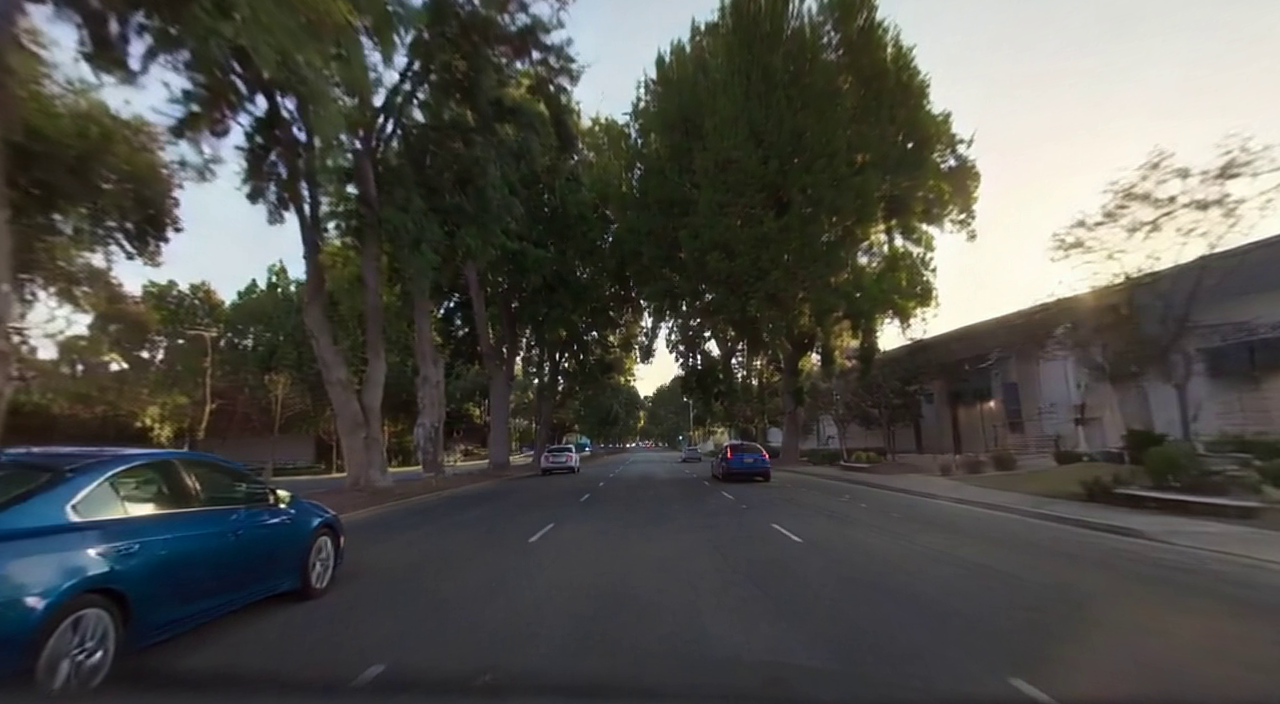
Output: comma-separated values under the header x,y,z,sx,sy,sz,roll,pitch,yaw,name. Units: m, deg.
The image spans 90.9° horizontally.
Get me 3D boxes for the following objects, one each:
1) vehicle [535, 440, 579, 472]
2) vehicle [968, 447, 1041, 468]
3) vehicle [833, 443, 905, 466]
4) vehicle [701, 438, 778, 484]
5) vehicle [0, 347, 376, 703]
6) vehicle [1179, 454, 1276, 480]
x,y,z,sx,sy,sz,roll,pitch,yaw,name
-4.437,5.619,34.279,2.113,1.626,4.129,0,-8,-4,vehicle
28.809,8.317,49.869,4.587,1.518,1.843,0,-7,1,vehicle
16.692,7.498,46.104,4.458,1.560,2.045,0,-8,-1,vehicle
3.488,3.926,22.989,2.083,1.474,4.360,0,-8,0,vehicle
-3.560,1.015,3.605,2.023,1.720,4.741,0,-8,0,vehicle
34.679,6.778,37.240,3.954,1.401,1.980,1,-8,-6,vehicle
